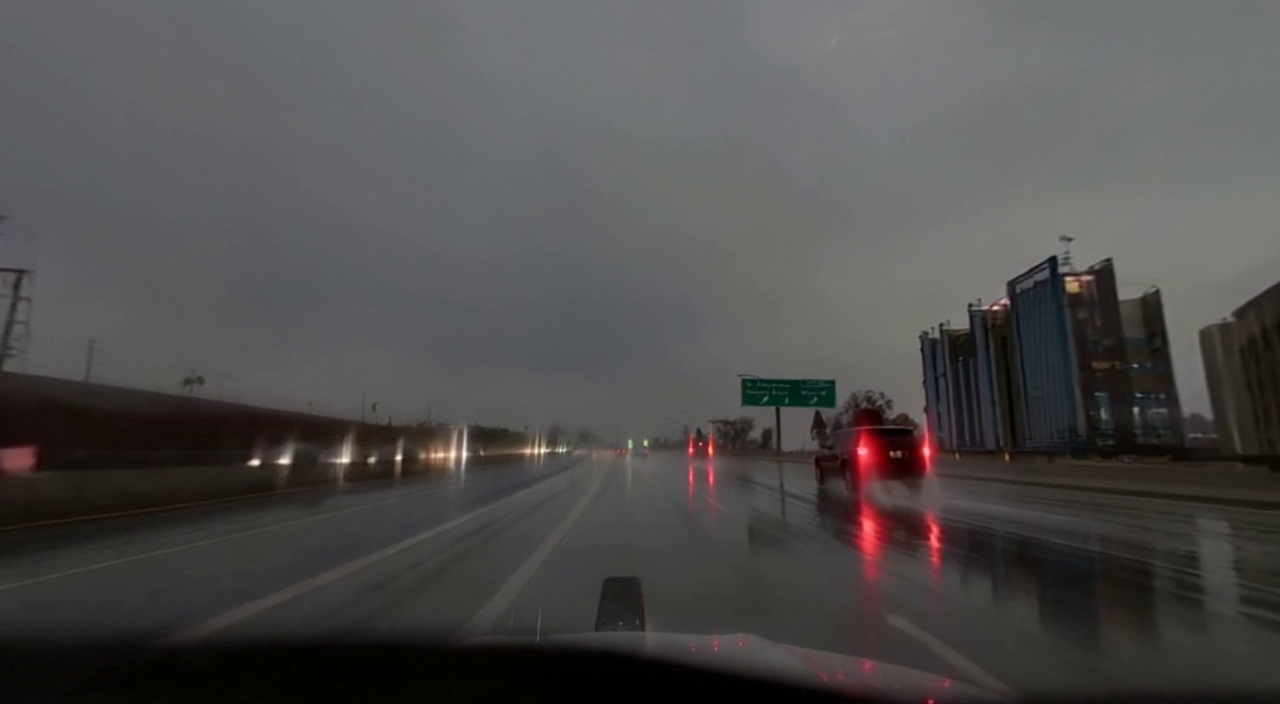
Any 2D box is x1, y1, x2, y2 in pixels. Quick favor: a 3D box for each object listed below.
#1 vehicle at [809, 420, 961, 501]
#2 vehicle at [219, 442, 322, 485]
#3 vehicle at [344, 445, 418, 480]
[{"bbox_3d":[6.685,3.032,18.010,2.181,1.952,4.973,0,-9,-2],"label":"vehicle"},{"bbox_3d":[-17.498,5.262,30.274,2.108,1.852,4.929,0,-8,-2],"label":"vehicle"},{"bbox_3d":[-13.839,5.912,34.061,2.118,1.711,4.587,0,-9,-2],"label":"vehicle"}]
